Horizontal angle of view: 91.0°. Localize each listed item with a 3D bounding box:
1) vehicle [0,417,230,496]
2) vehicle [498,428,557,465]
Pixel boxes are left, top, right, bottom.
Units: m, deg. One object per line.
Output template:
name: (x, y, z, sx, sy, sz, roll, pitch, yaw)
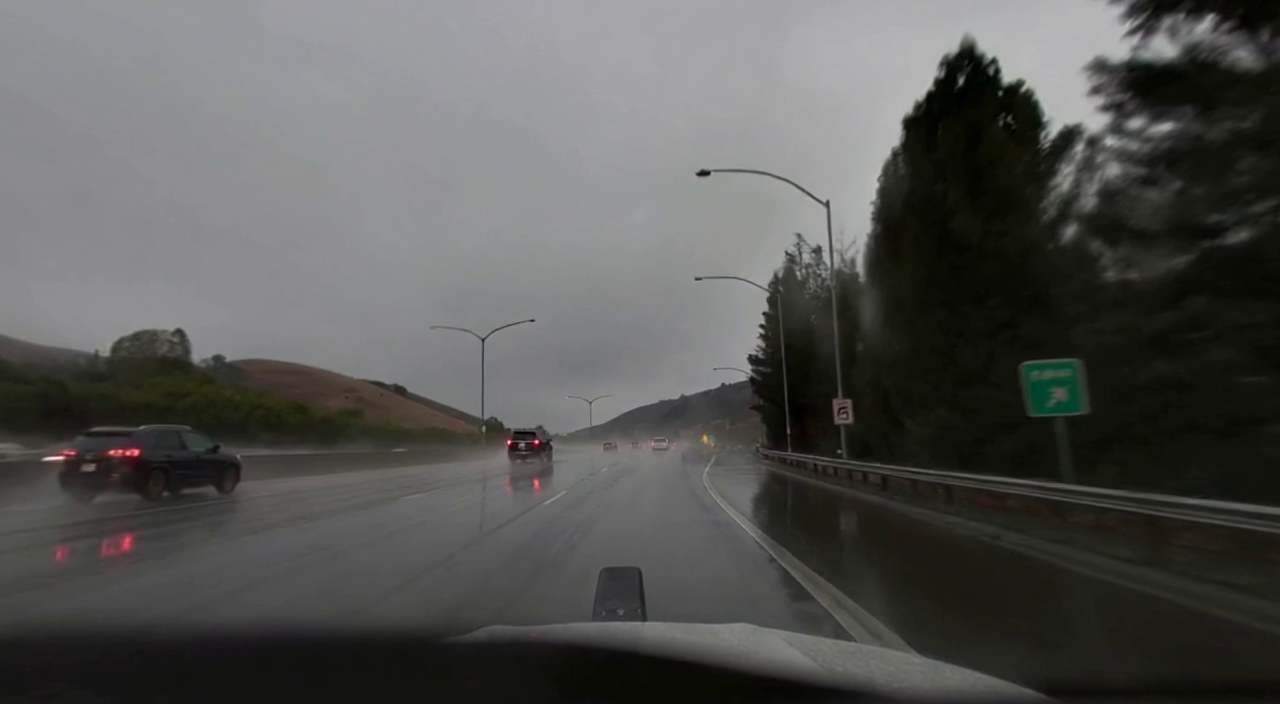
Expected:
vehicle: (-13.845, 2.787, 17.048, 2.079, 1.822, 4.893, 0, -9, 1)
vehicle: (-6.272, 5.361, 35.658, 2.219, 1.947, 4.924, 0, -9, 2)
